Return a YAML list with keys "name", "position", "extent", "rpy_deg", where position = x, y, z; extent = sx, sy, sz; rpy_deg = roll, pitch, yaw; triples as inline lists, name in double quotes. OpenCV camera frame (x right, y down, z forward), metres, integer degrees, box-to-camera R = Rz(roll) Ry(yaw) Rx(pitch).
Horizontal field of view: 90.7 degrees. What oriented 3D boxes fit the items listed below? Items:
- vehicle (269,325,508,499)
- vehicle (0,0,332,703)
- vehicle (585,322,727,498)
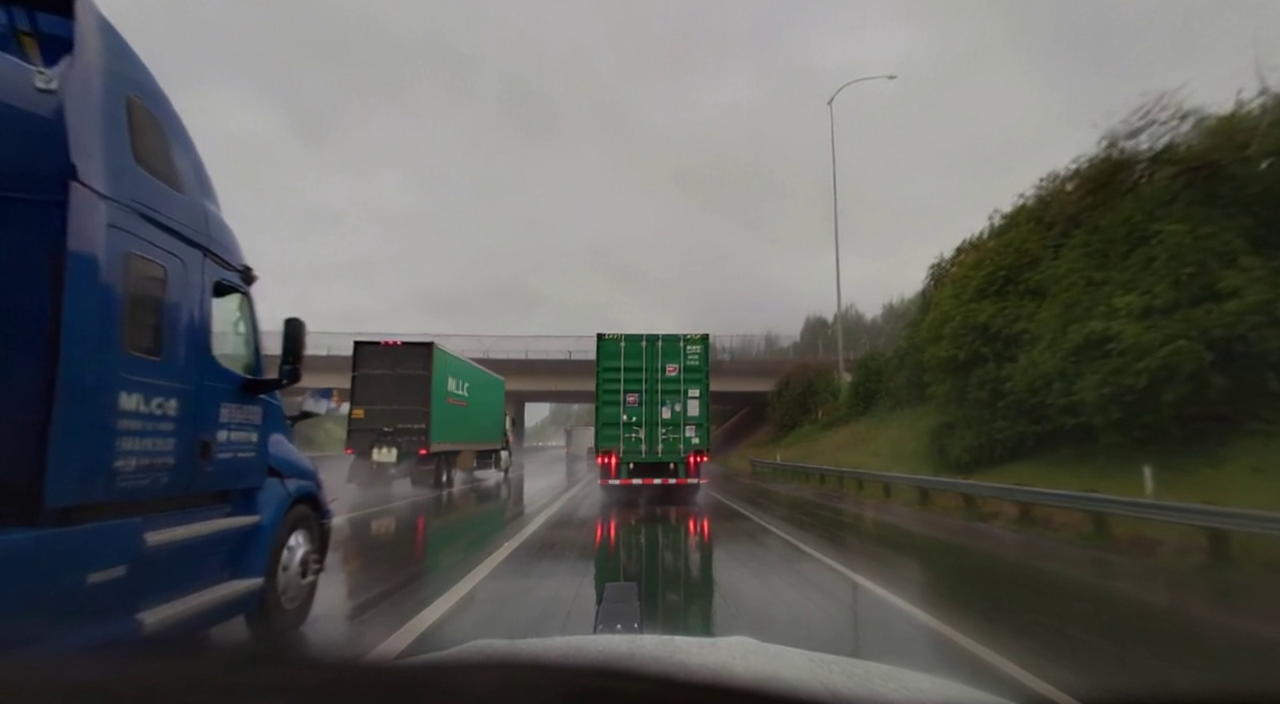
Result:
- name: "vehicle"
  position: [-7.183, 2.268, 20.979]
  extent: [3.023, 4.139, 11.860]
  rpy_deg: [0, -9, 0]
- name: "vehicle"
  position: [-3.497, -0.451, 0.129]
  extent: [3.187, 3.949, 6.963]
  rpy_deg: [-1, -9, 1]
- name: "vehicle"
  position: [0.285, 1.910, 18.961]
  extent: [3.357, 4.212, 7.519]
  rpy_deg: [0, -9, -1]
